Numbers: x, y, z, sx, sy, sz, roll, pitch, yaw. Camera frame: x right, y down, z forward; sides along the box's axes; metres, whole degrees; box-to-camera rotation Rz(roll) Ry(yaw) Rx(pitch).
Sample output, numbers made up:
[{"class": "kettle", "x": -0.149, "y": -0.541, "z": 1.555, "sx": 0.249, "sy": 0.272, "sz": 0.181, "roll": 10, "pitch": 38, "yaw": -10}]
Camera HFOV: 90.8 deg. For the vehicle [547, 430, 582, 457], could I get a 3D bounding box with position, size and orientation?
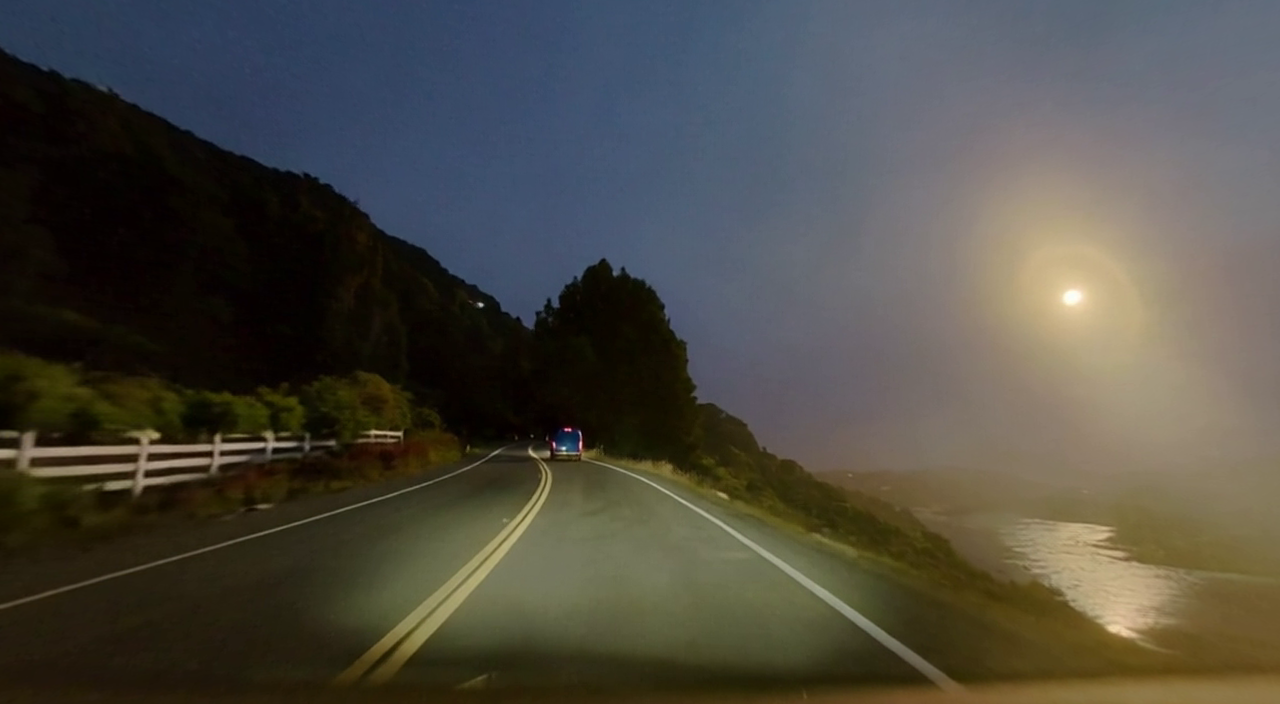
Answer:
[{"class": "vehicle", "x": -5.864, "y": 7.050, "z": 48.500, "sx": 2.439, "sy": 1.912, "sz": 5.605, "roll": 1, "pitch": -9, "yaw": -9}]
